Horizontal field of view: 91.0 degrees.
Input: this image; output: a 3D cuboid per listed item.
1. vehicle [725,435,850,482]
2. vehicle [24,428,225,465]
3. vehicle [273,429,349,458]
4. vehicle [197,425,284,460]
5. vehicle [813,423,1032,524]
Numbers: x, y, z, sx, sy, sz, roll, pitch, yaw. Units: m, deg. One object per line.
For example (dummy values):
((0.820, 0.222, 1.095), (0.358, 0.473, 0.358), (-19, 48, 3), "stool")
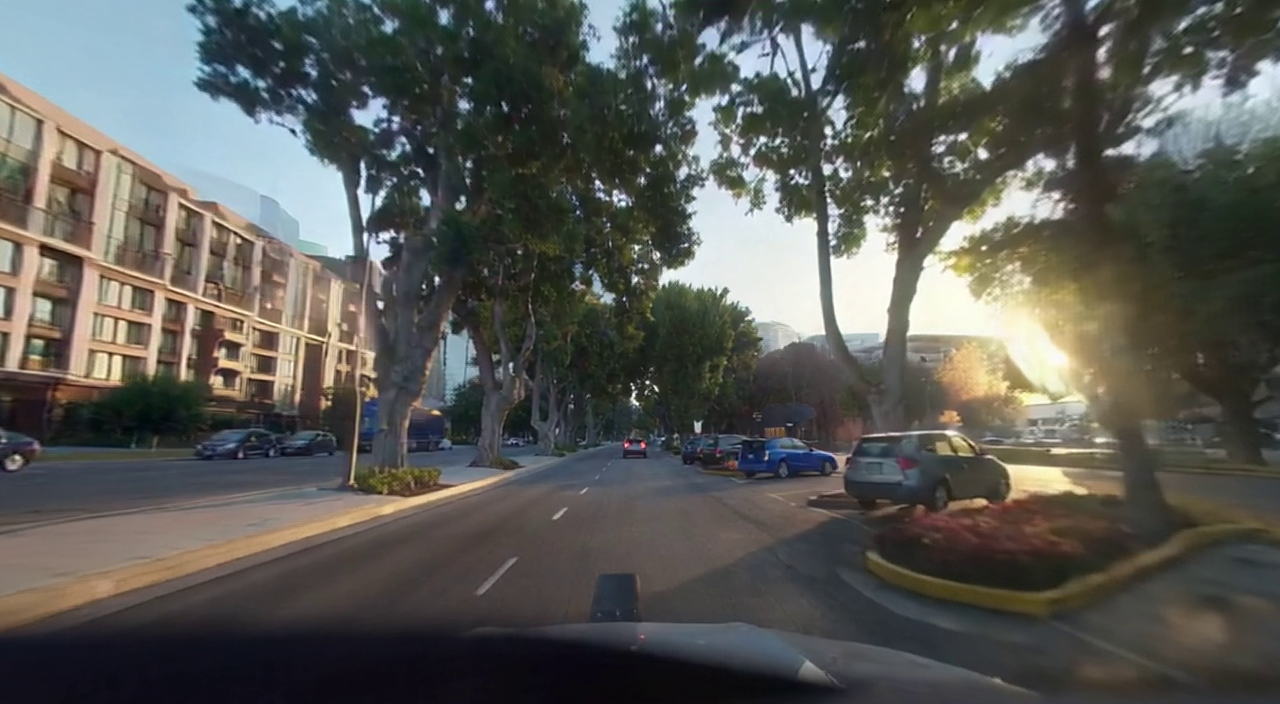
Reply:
((5.036, 3.538, 21.301), (4.275, 1.428, 1.774), (6, -10, -37), "vehicle")
((-19.048, 3.559, 23.867), (2.389, 1.206, 6.247), (-1, -8, 1), "vehicle")
((-18.762, 5.240, 36.165), (1.909, 1.518, 4.459), (-1, -8, 1), "vehicle")
((-19.037, 4.328, 30.166), (1.792, 1.554, 3.682), (0, -8, -1), "vehicle")
((5.116, 2.075, 11.306), (3.765, 1.497, 1.831), (5, -10, -35), "vehicle")
